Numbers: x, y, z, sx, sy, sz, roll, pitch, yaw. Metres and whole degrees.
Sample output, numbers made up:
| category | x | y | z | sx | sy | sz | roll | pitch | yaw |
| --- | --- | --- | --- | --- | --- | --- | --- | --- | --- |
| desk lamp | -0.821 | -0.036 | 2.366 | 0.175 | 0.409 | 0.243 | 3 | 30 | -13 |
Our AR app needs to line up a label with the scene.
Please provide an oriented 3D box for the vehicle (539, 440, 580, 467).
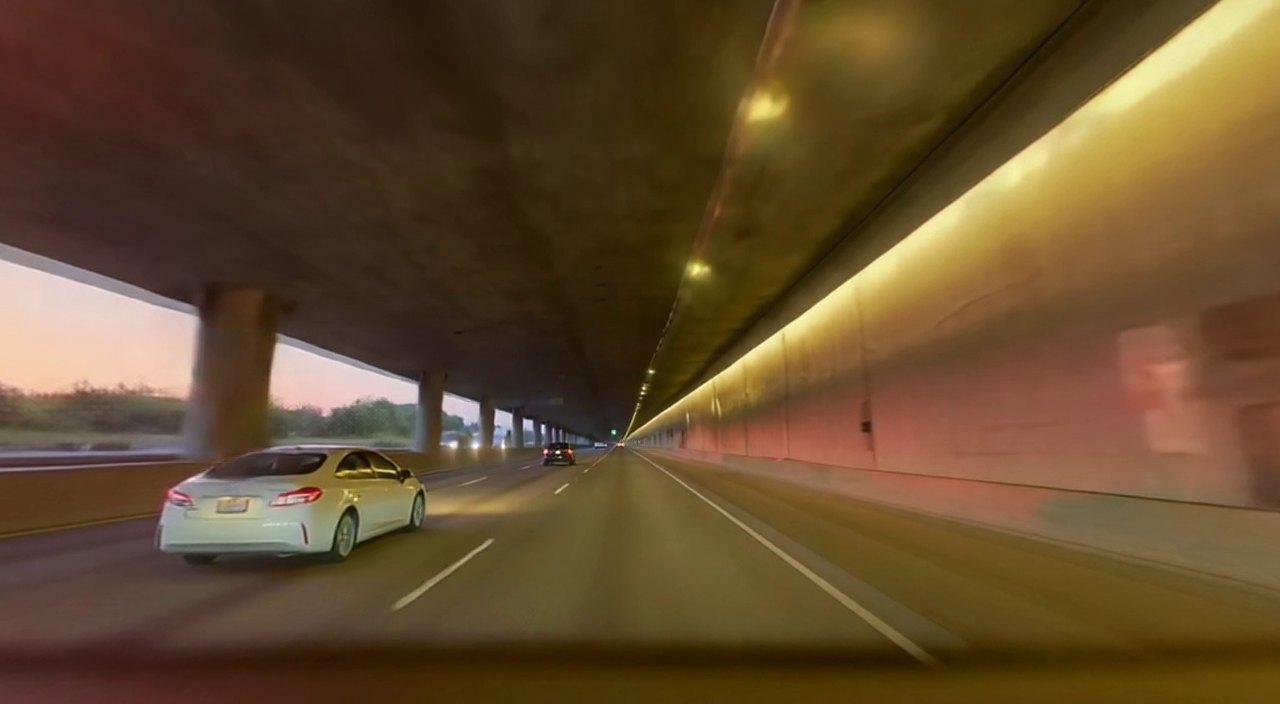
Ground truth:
| category | x | y | z | sx | sy | sz | roll | pitch | yaw |
| --- | --- | --- | --- | --- | --- | --- | --- | --- | --- |
| vehicle | -4.680 | 5.913 | 36.977 | 1.973 | 1.474 | 4.199 | 0 | -8 | -1 |

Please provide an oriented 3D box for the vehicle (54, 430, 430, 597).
| category | x | y | z | sx | sy | sz | roll | pitch | yaw |
| --- | --- | --- | --- | --- | --- | --- | --- | --- | --- |
| vehicle | -4.215 | 1.725 | 7.700 | 1.885 | 1.424 | 4.230 | 0 | -8 | -1 |
